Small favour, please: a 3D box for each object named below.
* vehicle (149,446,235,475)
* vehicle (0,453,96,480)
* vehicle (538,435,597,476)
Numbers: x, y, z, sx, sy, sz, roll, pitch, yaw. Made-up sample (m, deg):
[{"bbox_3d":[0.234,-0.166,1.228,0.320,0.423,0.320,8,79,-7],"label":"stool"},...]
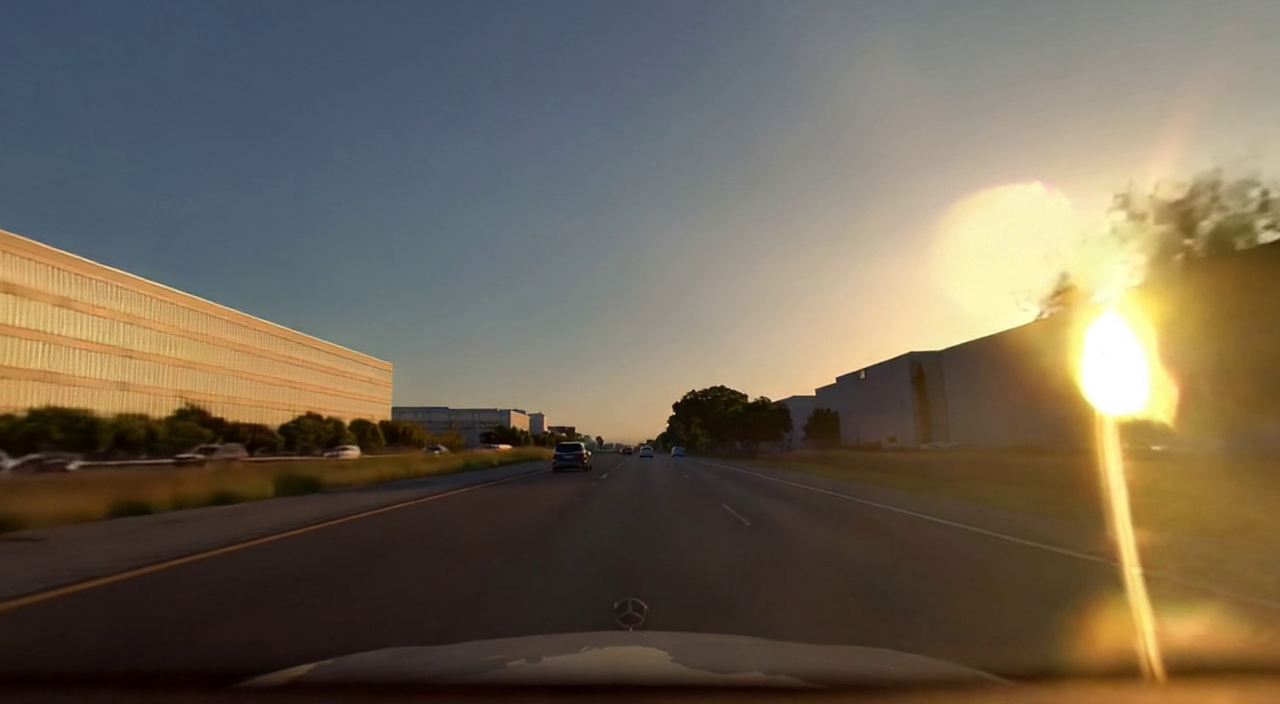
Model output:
[{"bbox_3d":[-27.889,6.741,39.447,2.049,1.692,4.425,0,-9,1],"label":"vehicle"},{"bbox_3d":[-35.855,6.884,38.118,1.849,1.466,4.436,0,-9,1],"label":"vehicle"},{"bbox_3d":[-3.478,5.104,31.254,2.218,1.850,4.774,-1,-9,2],"label":"vehicle"}]
